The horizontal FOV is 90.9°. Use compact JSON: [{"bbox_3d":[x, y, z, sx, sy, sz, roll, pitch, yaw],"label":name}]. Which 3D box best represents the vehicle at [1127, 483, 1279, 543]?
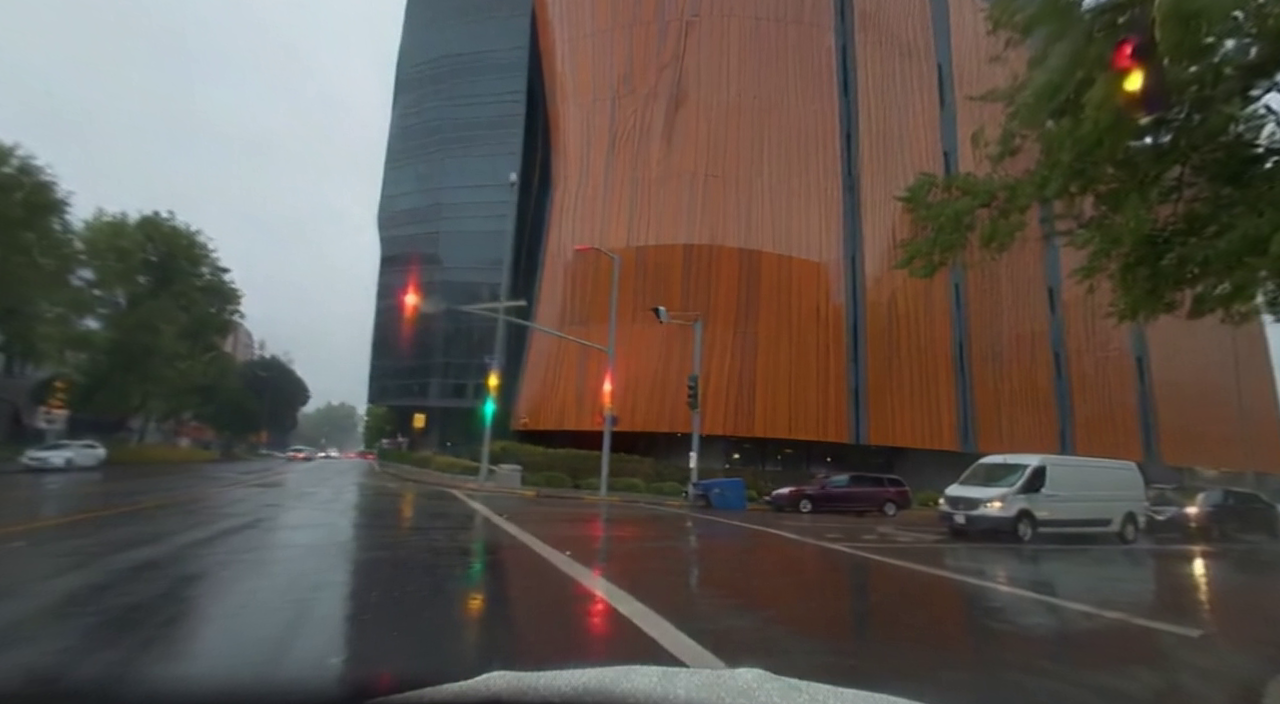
[{"bbox_3d":[16.650,4.560,18.214,4.632,1.495,1.853,5,-12,-23],"label":"vehicle"}]

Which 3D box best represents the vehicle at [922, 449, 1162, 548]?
[{"bbox_3d":[9.644,3.432,15.130,5.252,2.013,2.104,5,-12,-24],"label":"vehicle"}]

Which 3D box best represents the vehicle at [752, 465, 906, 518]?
[{"bbox_3d":[5.969,4.373,19.962,4.470,1.472,1.868,5,-10,-22],"label":"vehicle"}]
